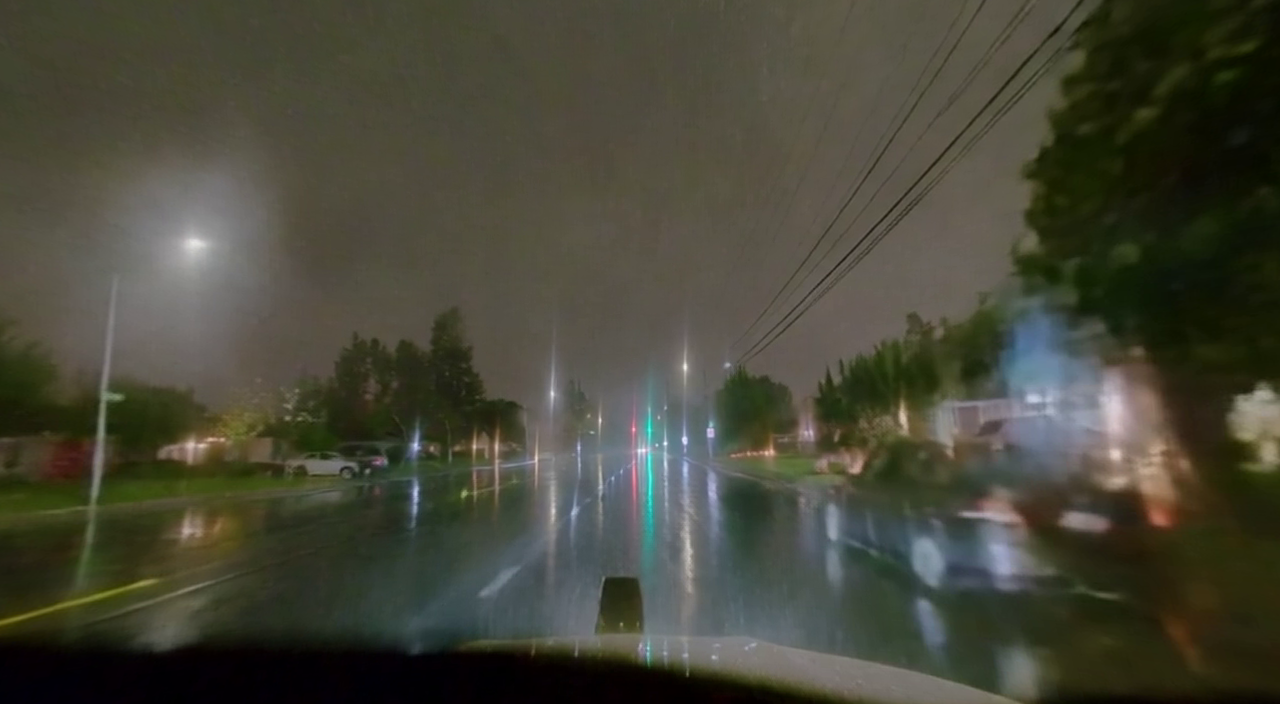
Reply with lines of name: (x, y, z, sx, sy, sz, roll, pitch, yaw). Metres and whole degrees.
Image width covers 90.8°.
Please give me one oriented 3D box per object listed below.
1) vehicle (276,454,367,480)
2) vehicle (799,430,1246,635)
vehicle: (-18.736, 6.747, 37.285, 4.450, 1.409, 1.990, 6, -10, -36)
vehicle: (3.517, 1.722, 7.282, 2.037, 1.518, 4.904, 0, -8, -1)
